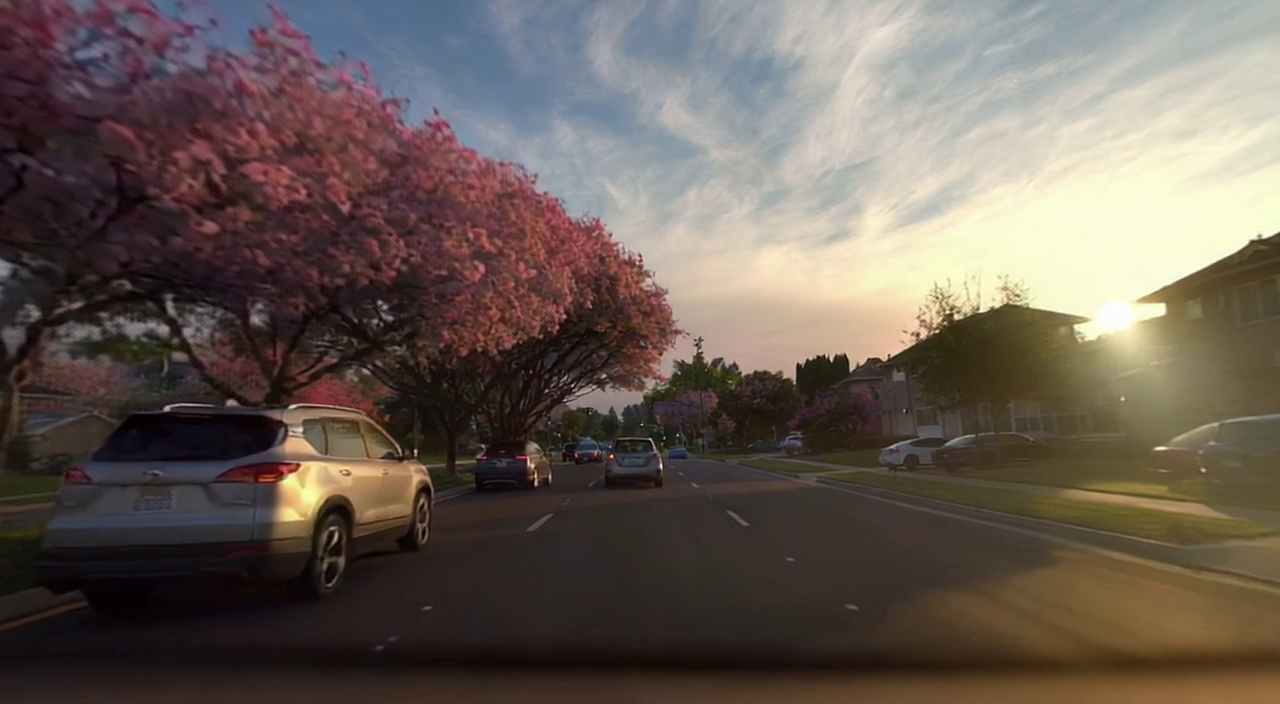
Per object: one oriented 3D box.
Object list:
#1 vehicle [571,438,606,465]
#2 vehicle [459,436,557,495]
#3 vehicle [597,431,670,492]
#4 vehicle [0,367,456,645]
[{"bbox_3d":[-3.555,6.979,44.478,2.080,1.780,4.879,0,-8,0],"label":"vehicle"},{"bbox_3d":[-3.783,3.322,18.907,2.066,1.565,3.905,0,-8,0],"label":"vehicle"},{"bbox_3d":[-0.187,3.301,19.346,1.997,1.636,3.760,0,-8,0],"label":"vehicle"},{"bbox_3d":[-3.745,1.408,6.866,2.161,1.919,4.798,0,-8,-2],"label":"vehicle"}]
